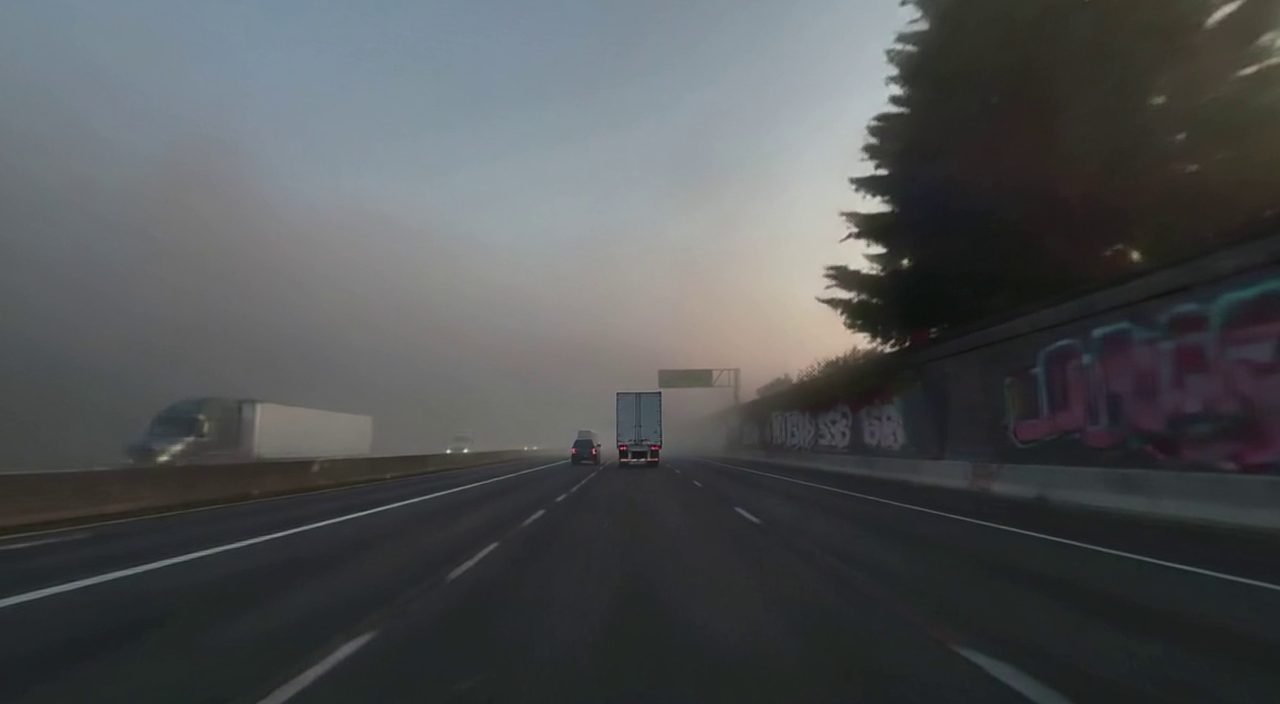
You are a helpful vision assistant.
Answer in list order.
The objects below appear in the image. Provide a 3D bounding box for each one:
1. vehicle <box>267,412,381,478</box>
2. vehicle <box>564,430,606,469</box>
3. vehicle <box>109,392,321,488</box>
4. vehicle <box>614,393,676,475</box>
[{"bbox_3d":[-19.467,5.859,39.419,2.845,3.649,8.180,0,-9,0],"label":"vehicle"},{"bbox_3d":[-3.525,6.415,41.234,2.278,2.369,5.249,0,-9,1],"label":"vehicle"},{"bbox_3d":[-19.294,4.249,29.764,2.945,3.740,10.133,0,-9,0],"label":"vehicle"},{"bbox_3d":[0.169,4.895,36.532,3.042,4.023,10.832,0,-9,-1],"label":"vehicle"}]
